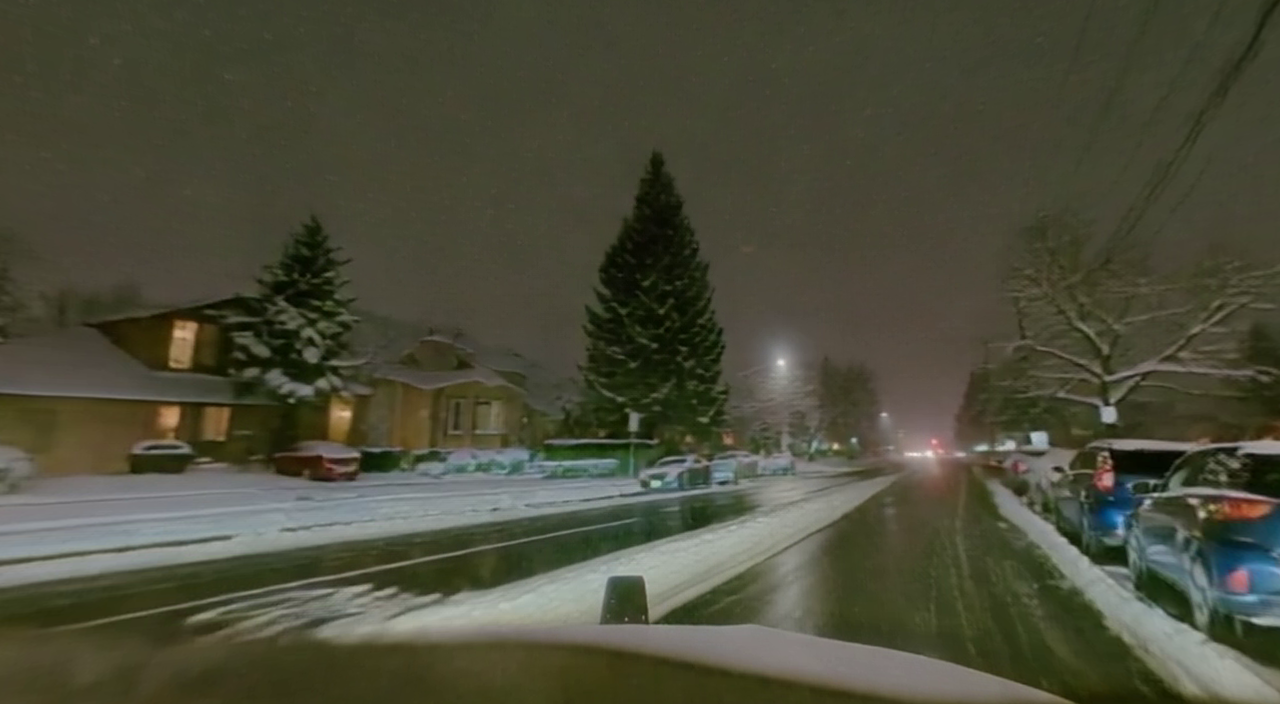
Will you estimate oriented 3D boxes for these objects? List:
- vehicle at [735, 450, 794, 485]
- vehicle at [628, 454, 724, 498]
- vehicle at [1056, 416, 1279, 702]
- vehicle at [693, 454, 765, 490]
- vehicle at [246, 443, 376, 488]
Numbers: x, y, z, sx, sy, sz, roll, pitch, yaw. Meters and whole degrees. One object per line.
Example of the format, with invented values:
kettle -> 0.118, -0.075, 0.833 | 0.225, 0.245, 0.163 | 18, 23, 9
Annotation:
vehicle -> 6.935, 6.311, 34.691 | 1.973, 1.755, 4.528 | -5, -10, 26
vehicle -> 1.486, 4.631, 23.921 | 1.963, 1.470, 4.671 | -5, -10, 25
vehicle -> 5.350, 1.479, 5.470 | 2.315, 1.668, 4.425 | -4, -10, 27
vehicle -> 4.227, 5.545, 29.412 | 1.948, 1.477, 4.518 | -6, -10, 25
vehicle -> -12.739, 4.331, 24.419 | 4.554, 1.595, 2.028 | -4, -10, 25
